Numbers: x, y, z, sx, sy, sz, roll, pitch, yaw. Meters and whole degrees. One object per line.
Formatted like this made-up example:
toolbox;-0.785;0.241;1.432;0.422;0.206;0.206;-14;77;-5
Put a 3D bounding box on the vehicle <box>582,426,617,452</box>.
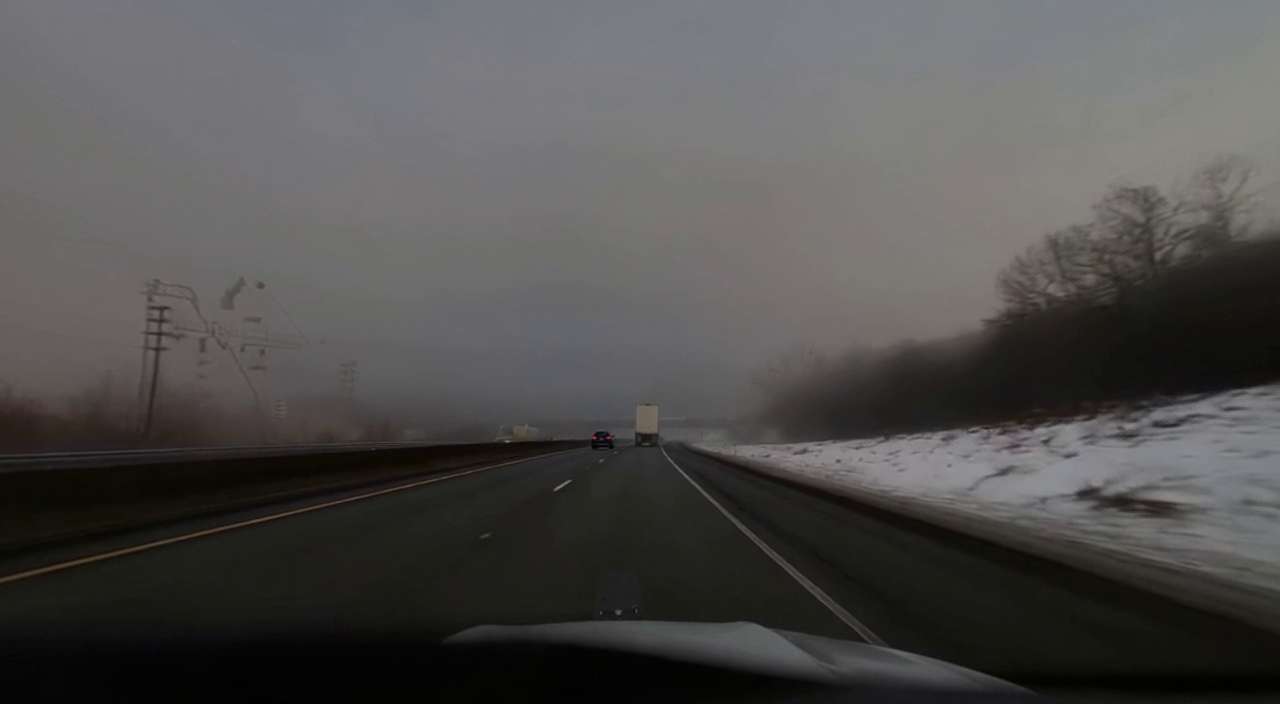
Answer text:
vehicle;-2.749;5.983;43.187;2.018;1.678;4.312;0;-8;1
